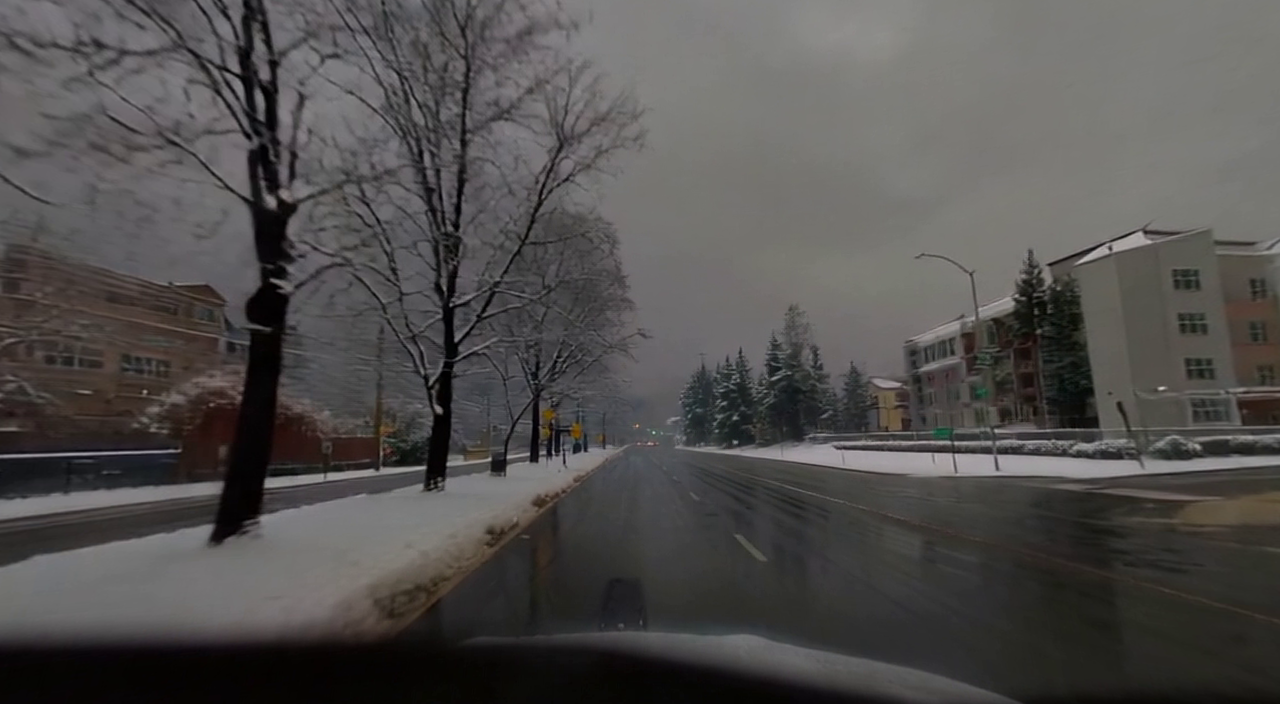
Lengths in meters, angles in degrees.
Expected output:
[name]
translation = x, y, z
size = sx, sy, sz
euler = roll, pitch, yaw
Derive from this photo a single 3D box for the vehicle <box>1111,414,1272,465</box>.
[vehicle]
translation = 27.394, 4.431, 31.741
size = 2.186, 2.298, 5.989
euler = 1, -8, -7
